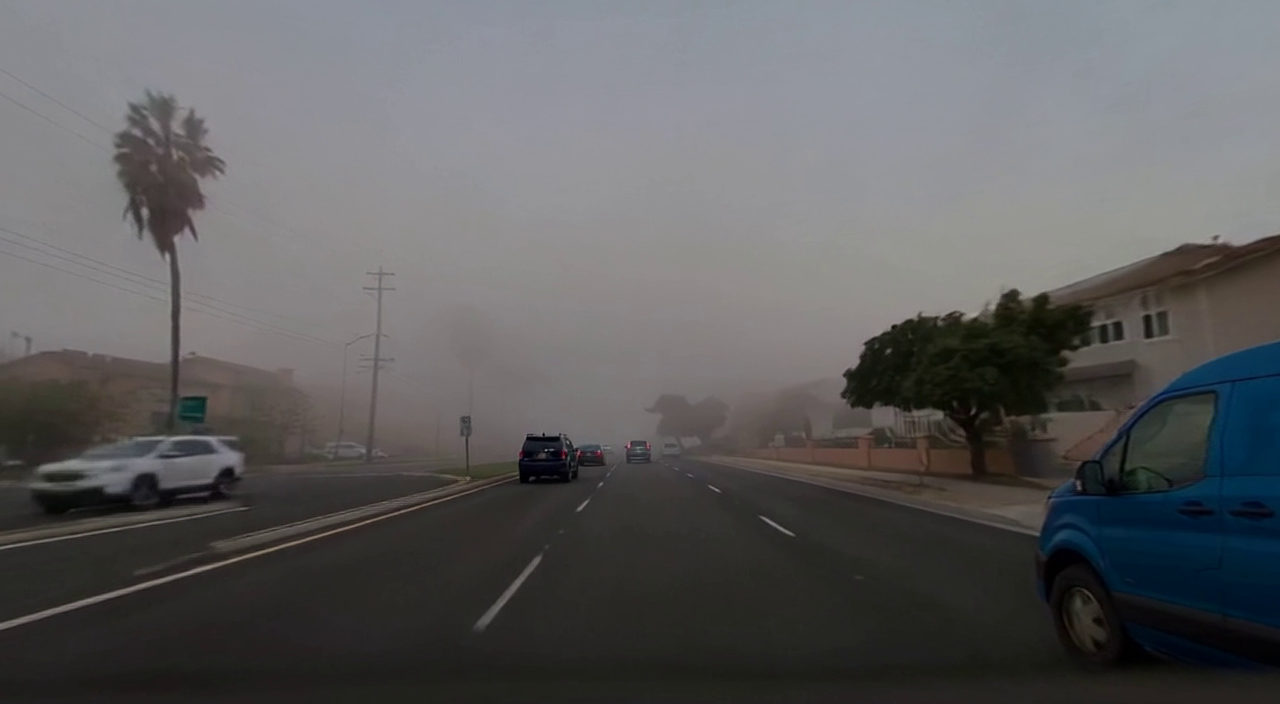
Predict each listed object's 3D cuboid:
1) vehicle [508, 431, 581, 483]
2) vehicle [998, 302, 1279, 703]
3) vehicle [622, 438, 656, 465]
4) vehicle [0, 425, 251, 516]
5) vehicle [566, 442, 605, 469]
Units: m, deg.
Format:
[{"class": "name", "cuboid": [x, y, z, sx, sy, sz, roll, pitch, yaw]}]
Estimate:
[{"class": "vehicle", "cuboid": [-3.370, 3.806, 23.080, 1.967, 1.703, 4.157, 0, -9, 0]}, {"class": "vehicle", "cuboid": [3.744, 0.689, 2.100, 2.234, 1.912, 4.847, 0, -9, 0]}, {"class": "vehicle", "cuboid": [-0.119, 6.948, 44.315, 2.191, 1.761, 3.857, 0, -9, -2]}, {"class": "vehicle", "cuboid": [-11.787, 2.682, 14.848, 2.242, 1.770, 4.782, 0, -9, 0]}, {"class": "vehicle", "cuboid": [-2.982, 5.771, 35.409, 1.869, 1.454, 4.142, 0, -9, -1]}]
